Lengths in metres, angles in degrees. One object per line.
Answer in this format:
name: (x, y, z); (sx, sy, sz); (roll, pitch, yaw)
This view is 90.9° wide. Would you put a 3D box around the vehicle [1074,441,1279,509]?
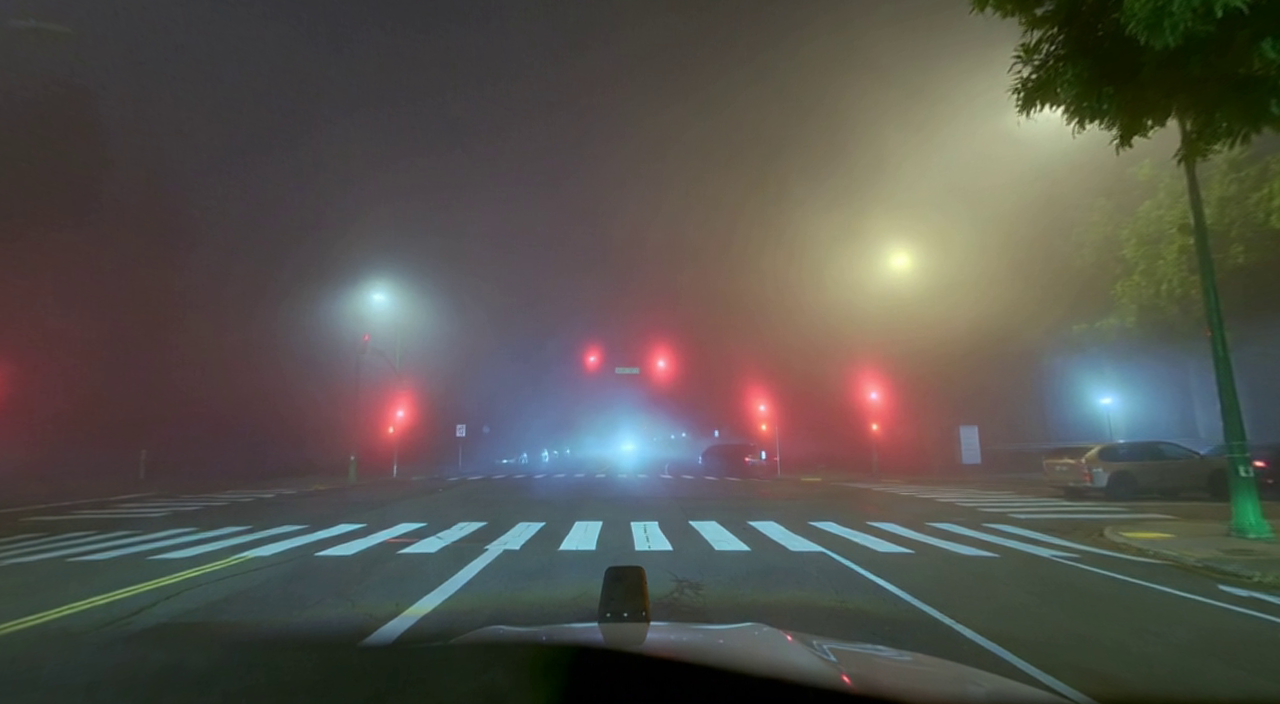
vehicle: (12.977, 2.800, 14.563); (4.424, 1.436, 1.804); (-1, -9, 5)
